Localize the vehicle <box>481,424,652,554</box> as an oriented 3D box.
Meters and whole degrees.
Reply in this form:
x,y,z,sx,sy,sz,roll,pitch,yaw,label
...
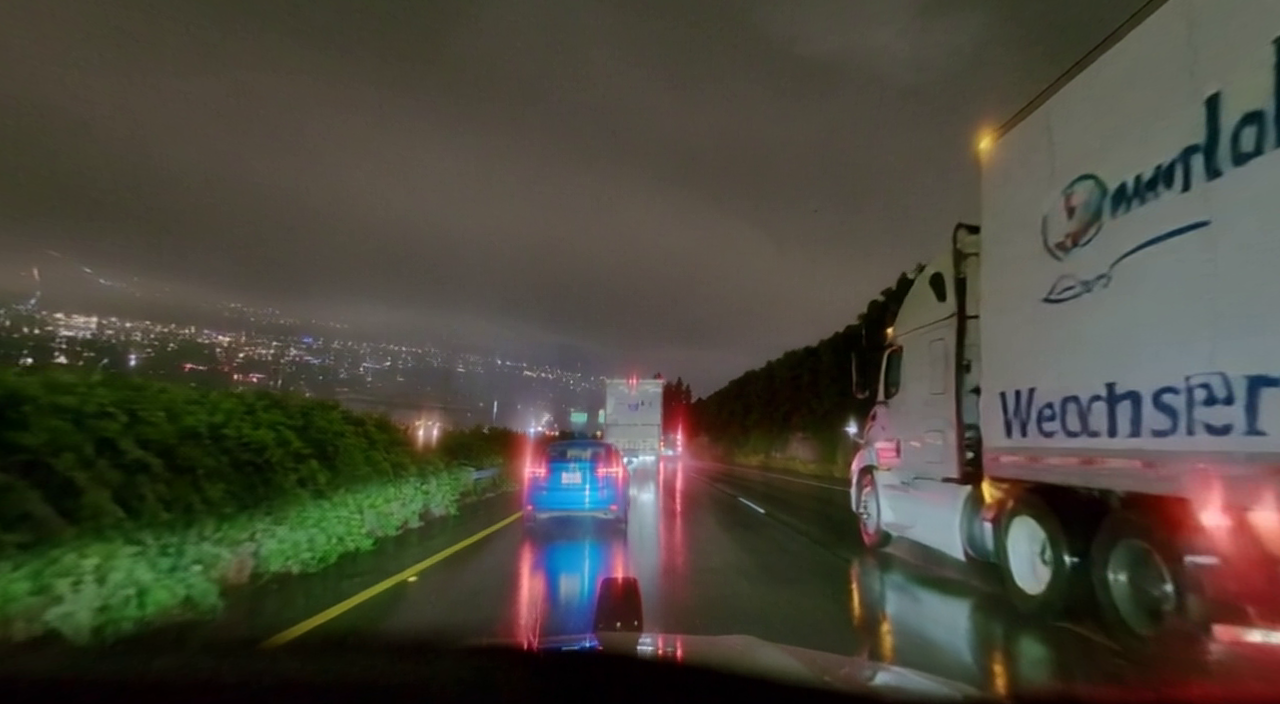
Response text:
x,y,z,sx,sy,sz,roll,pitch,yaw,label
-0.880,1.981,9.678,2.038,1.582,3.729,-1,-9,2,vehicle

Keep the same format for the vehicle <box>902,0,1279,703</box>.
x,y,z,sx,sy,sz,roll,pitch,yaw,label
4.895,-0.503,1.018,2.825,4.043,14.051,0,-9,0,vehicle
